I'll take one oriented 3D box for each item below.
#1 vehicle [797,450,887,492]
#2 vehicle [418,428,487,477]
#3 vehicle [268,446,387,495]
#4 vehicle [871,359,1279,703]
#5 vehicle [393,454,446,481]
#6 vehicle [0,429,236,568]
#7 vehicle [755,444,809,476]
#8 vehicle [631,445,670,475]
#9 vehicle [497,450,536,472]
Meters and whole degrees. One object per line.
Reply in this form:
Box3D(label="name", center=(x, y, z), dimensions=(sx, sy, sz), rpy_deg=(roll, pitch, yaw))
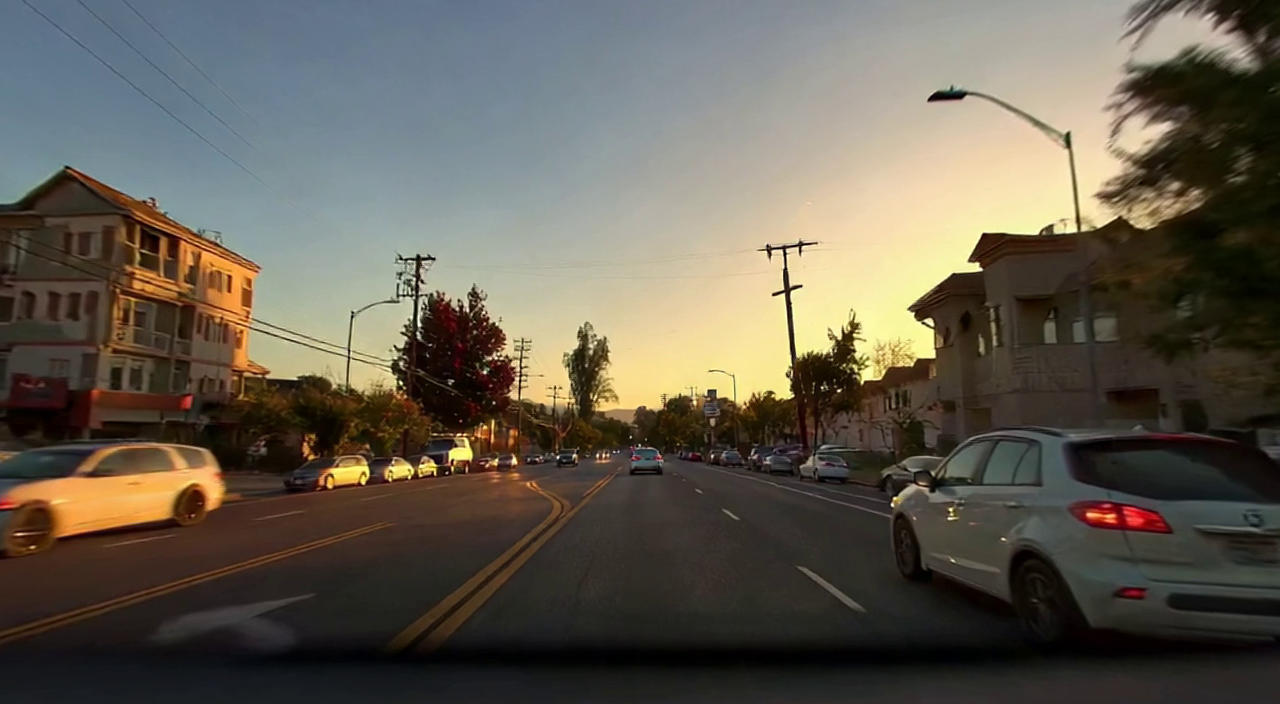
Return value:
Box3D(label="vehicle", center=(7.673, 4.532, 24.501), dimensions=(1.874, 1.437, 4.593), rpy_deg=(0, -8, -1))
Box3D(label="vehicle", center=(-14.048, 7.575, 47.986), dimensions=(2.865, 3.346, 7.163), rpy_deg=(-1, -8, 1))
Box3D(label="vehicle", center=(-14.092, 5.340, 29.050), dimensions=(2.367, 1.849, 5.874), rpy_deg=(-2, -8, 2))
Box3D(label="vehicle", center=(3.230, 1.082, 3.741), dimensions=(2.070, 1.633, 4.461), rpy_deg=(0, -8, 1))
Box3D(label="vehicle", center=(-14.023, 7.357, 40.517), dimensions=(1.806, 1.463, 4.714), rpy_deg=(-2, -8, -1))
Box3D(label="vehicle", center=(-9.460, 2.200, 10.155), dimensions=(2.217, 1.803, 5.532), rpy_deg=(0, -8, 1))
Box3D(label="vehicle", center=(8.060, 6.147, 36.297), dimensions=(2.003, 1.723, 4.654), rpy_deg=(0, -8, 0))
Box3D(label="vehicle", center=(0.558, 6.056, 35.651), dimensions=(2.067, 1.547, 4.513), rpy_deg=(0, -8, 0))
Box3D(label="vehicle", center=(-9.532, 8.461, 49.261), dimensions=(2.060, 1.507, 4.532), rpy_deg=(-1, -8, 1))
